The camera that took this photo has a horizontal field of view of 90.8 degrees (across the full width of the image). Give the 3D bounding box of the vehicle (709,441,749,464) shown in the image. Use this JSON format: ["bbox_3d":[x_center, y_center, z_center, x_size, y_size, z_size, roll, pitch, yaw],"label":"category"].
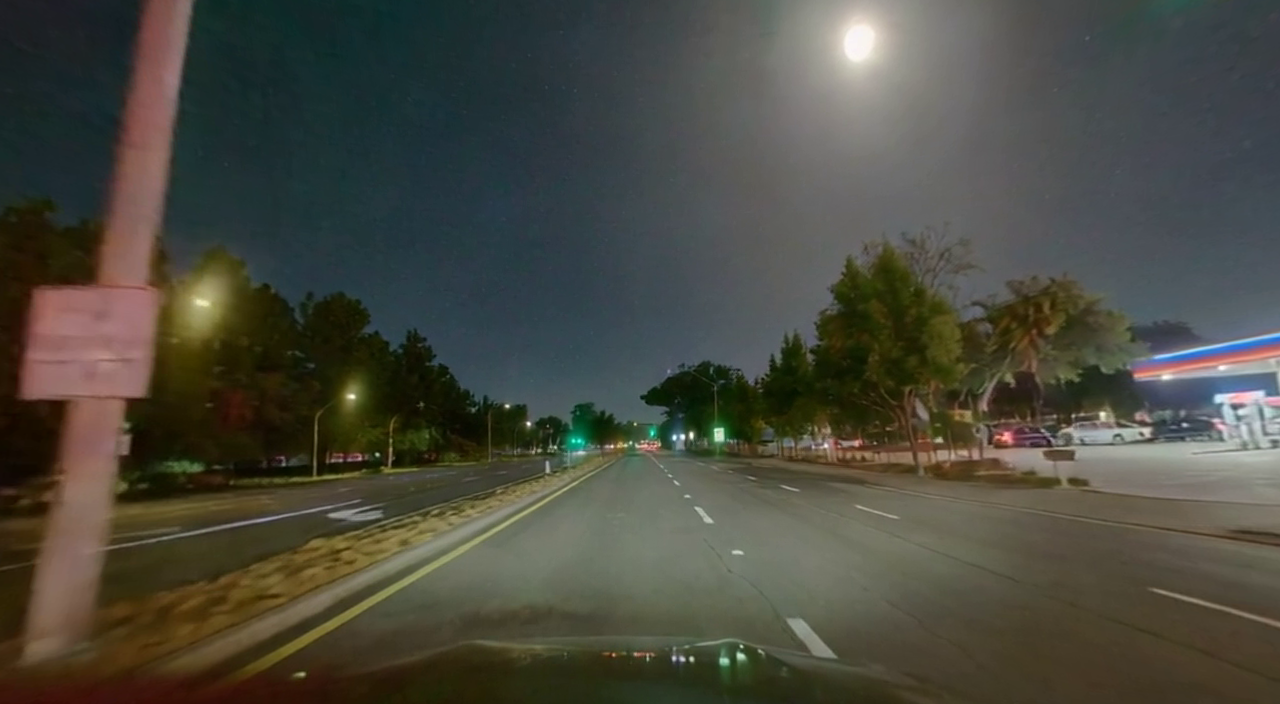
[{"bbox_3d":[6.248,7.132,44.871,1.990,1.508,4.426,0,-8,-2],"label":"vehicle"}]

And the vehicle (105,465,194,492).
[{"bbox_3d":[-34.660,8.921,44.689,4.935,1.755,1.918,-1,-8,8],"label":"vehicle"}]

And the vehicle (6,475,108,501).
[{"bbox_3d":[-36.290,8.451,39.365,4.646,1.463,1.995,-1,-8,7],"label":"vehicle"}]
